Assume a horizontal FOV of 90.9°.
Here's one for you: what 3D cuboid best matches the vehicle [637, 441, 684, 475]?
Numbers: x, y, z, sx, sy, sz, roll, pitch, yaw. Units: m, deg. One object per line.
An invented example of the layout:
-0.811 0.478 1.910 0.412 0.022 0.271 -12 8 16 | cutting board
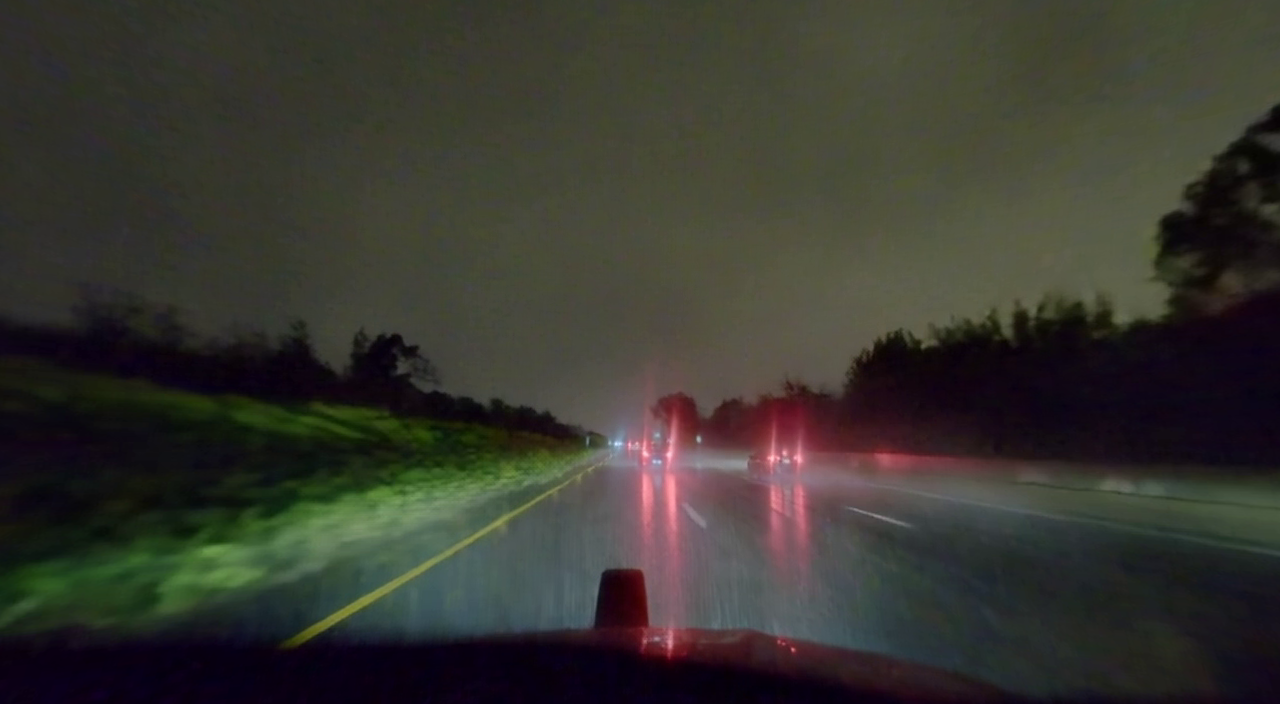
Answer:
0.880 4.939 29.659 1.991 1.475 4.302 0 -8 -1 | vehicle
